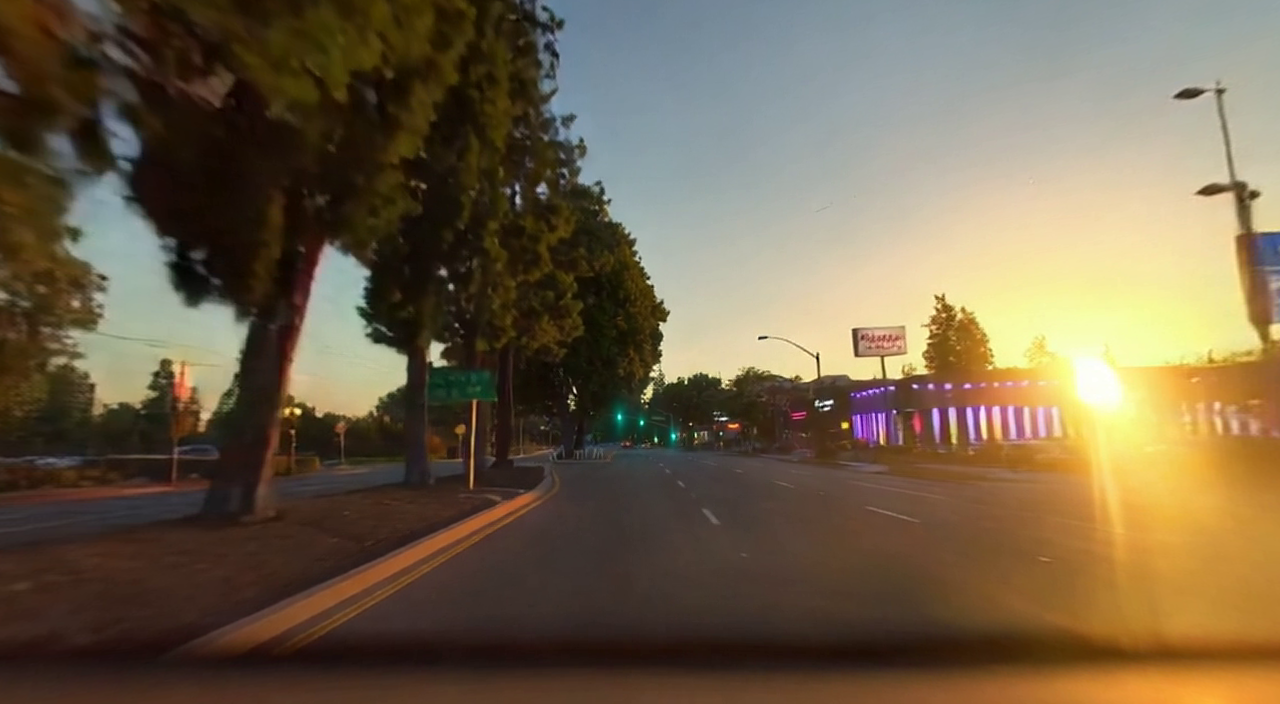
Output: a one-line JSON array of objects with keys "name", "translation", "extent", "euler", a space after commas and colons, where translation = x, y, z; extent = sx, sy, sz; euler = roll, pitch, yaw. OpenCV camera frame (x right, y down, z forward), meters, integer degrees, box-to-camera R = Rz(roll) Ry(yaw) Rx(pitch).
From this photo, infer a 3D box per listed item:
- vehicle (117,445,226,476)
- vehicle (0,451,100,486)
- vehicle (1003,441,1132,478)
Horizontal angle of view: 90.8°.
[{"name": "vehicle", "translation": [-27.184, 6.280, 36.894], "extent": [4.731, 1.677, 1.999], "euler": [5, -9, -28]}, {"name": "vehicle", "translation": [-26.969, 5.154, 28.167], "extent": [3.976, 1.436, 1.900], "euler": [4, -9, -27]}, {"name": "vehicle", "translation": [19.535, 4.891, 29.094], "extent": [1.869, 1.481, 4.459], "euler": [1, -8, -25]}]
